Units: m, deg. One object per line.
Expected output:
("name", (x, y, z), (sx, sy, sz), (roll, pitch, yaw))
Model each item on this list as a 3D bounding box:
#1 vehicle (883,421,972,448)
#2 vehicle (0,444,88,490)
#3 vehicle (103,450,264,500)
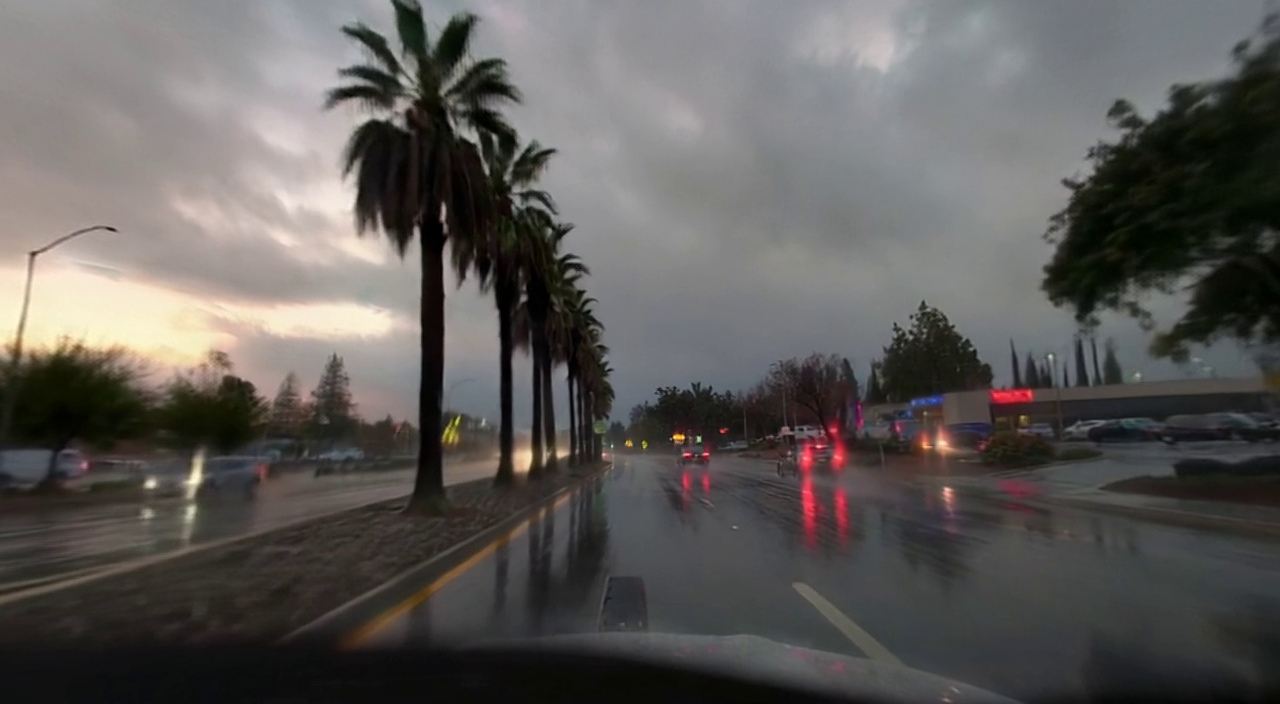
("vehicle", (18.701, 5.396, 41.212), (4.649, 1.662, 2.349), (0, -8, 1))
("vehicle", (-32.837, 6.043, 32.876), (2.415, 2.234, 6.082), (-1, -11, 1))
("vehicle", (-16.912, 4.556, 23.831), (2.167, 1.622, 5.184), (0, -8, 0))
